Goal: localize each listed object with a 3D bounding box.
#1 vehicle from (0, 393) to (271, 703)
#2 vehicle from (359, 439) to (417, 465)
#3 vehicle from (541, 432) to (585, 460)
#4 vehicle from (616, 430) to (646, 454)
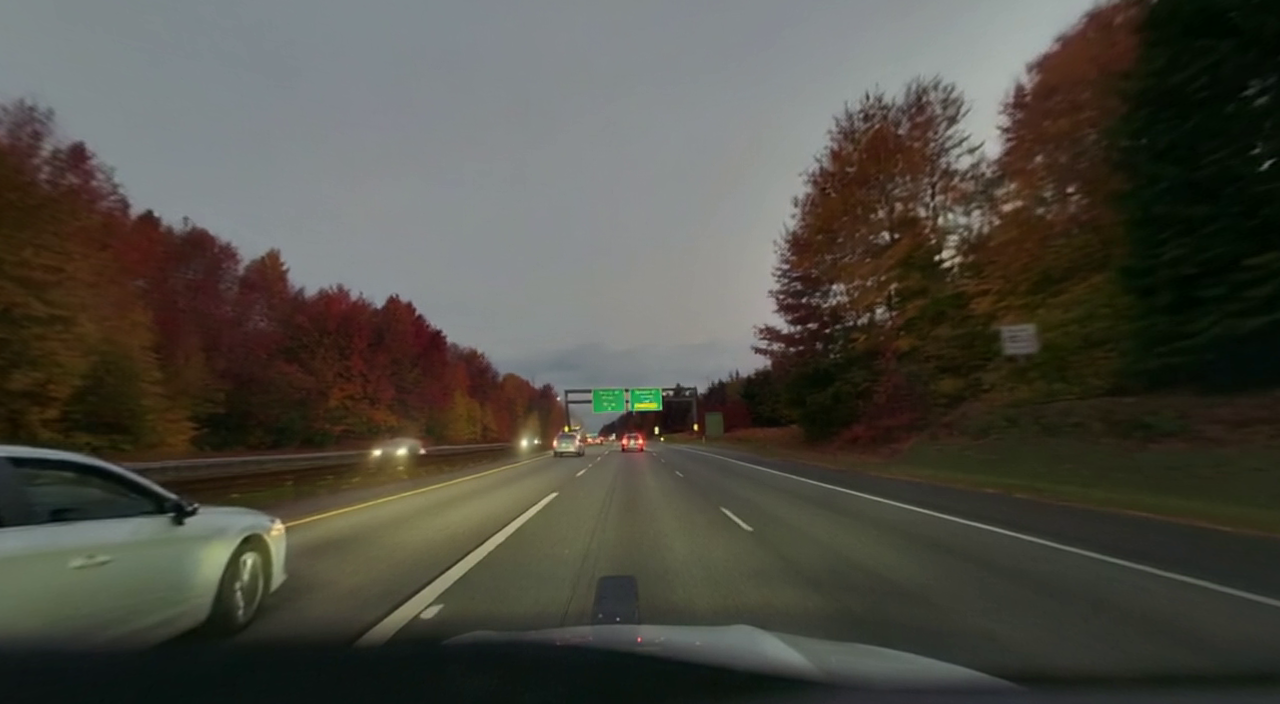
[{"bbox_3d":[-3.497,0.837,1.880,1.989,1.497,4.645,0,-8,0],"label":"vehicle"},{"bbox_3d":[-15.560,6.168,39.059,1.882,1.511,4.166,0,-8,0],"label":"vehicle"},{"bbox_3d":[-4.413,5.456,36.719,2.071,1.524,4.398,0,-8,-1],"label":"vehicle"},{"bbox_3d":[-0.628,6.401,44.572,2.054,1.609,3.859,0,-8,-1],"label":"vehicle"}]
